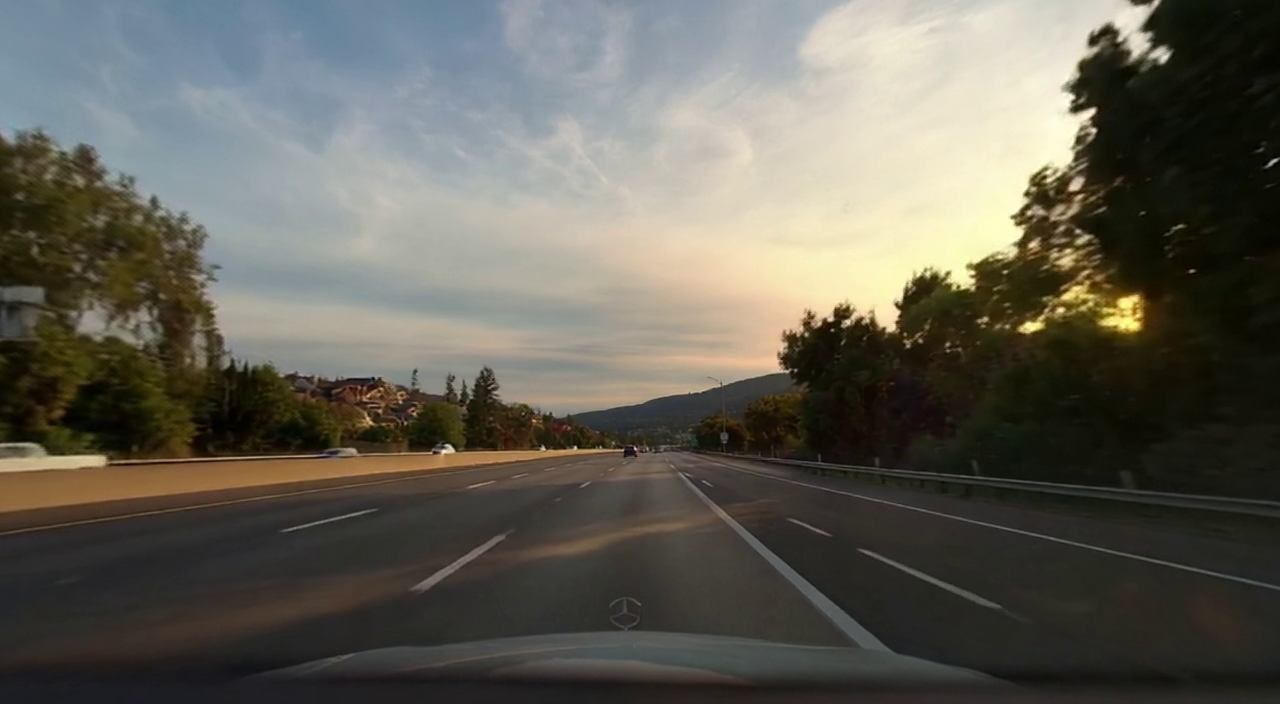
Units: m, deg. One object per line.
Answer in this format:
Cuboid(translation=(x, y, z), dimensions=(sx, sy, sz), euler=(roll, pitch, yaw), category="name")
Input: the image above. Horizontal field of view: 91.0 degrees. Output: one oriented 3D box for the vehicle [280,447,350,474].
Cuboid(translation=(-19.379, 6.446, 37.709), dimensions=(1.859, 1.505, 4.142), euler=(0, -9, 2), category="vehicle")
